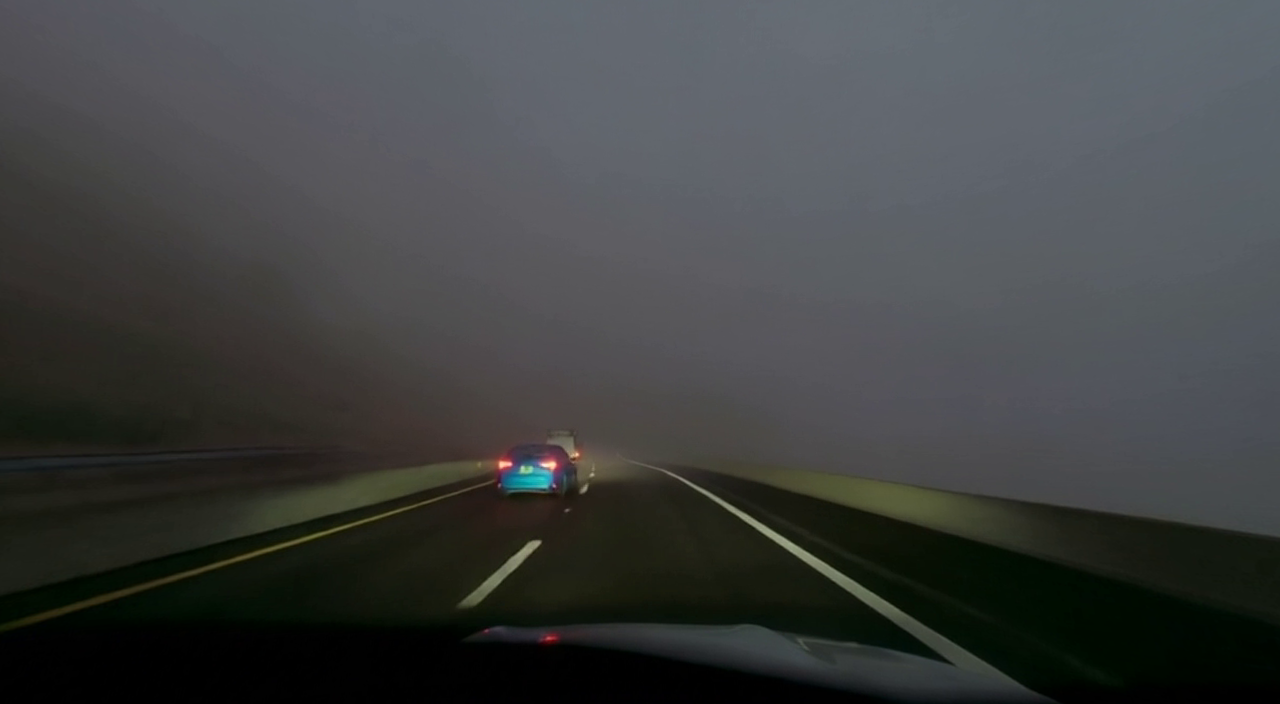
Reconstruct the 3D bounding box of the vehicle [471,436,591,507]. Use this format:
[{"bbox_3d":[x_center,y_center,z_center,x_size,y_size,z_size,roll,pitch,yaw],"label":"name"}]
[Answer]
[{"bbox_3d":[-2.540,2.938,15.992,2.097,1.511,4.585,0,-8,2],"label":"vehicle"}]
